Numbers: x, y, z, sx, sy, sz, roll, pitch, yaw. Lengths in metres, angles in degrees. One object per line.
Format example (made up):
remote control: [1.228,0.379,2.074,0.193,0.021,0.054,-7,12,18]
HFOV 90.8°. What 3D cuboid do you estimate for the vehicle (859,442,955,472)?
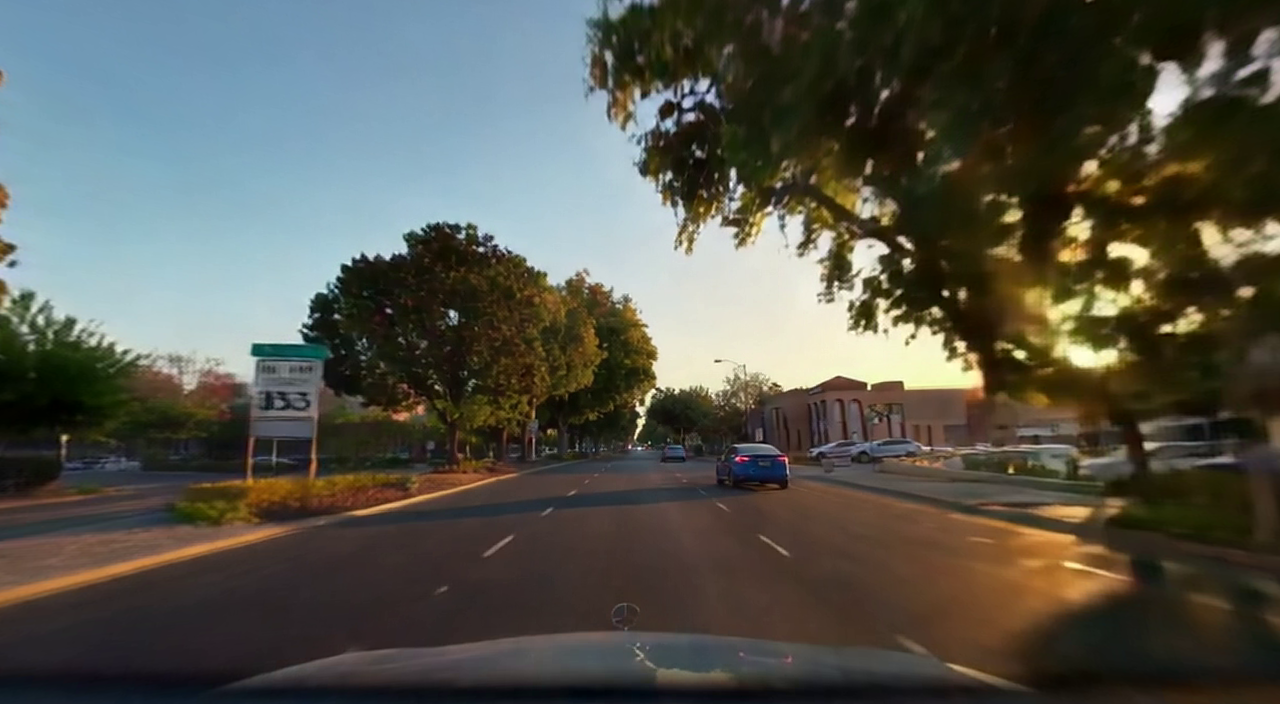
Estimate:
vehicle: [15.847,6.221,37.669,4.684,1.448,2.090,-3,-8,-3]

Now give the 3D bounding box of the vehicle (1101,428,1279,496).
vehicle: [15.615,2.950,17.178,4.404,1.687,2.206,0,-8,-2]

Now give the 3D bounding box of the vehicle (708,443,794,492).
vehicle: [3.695,3.923,21.931,2.033,1.482,4.571,0,-8,-2]
